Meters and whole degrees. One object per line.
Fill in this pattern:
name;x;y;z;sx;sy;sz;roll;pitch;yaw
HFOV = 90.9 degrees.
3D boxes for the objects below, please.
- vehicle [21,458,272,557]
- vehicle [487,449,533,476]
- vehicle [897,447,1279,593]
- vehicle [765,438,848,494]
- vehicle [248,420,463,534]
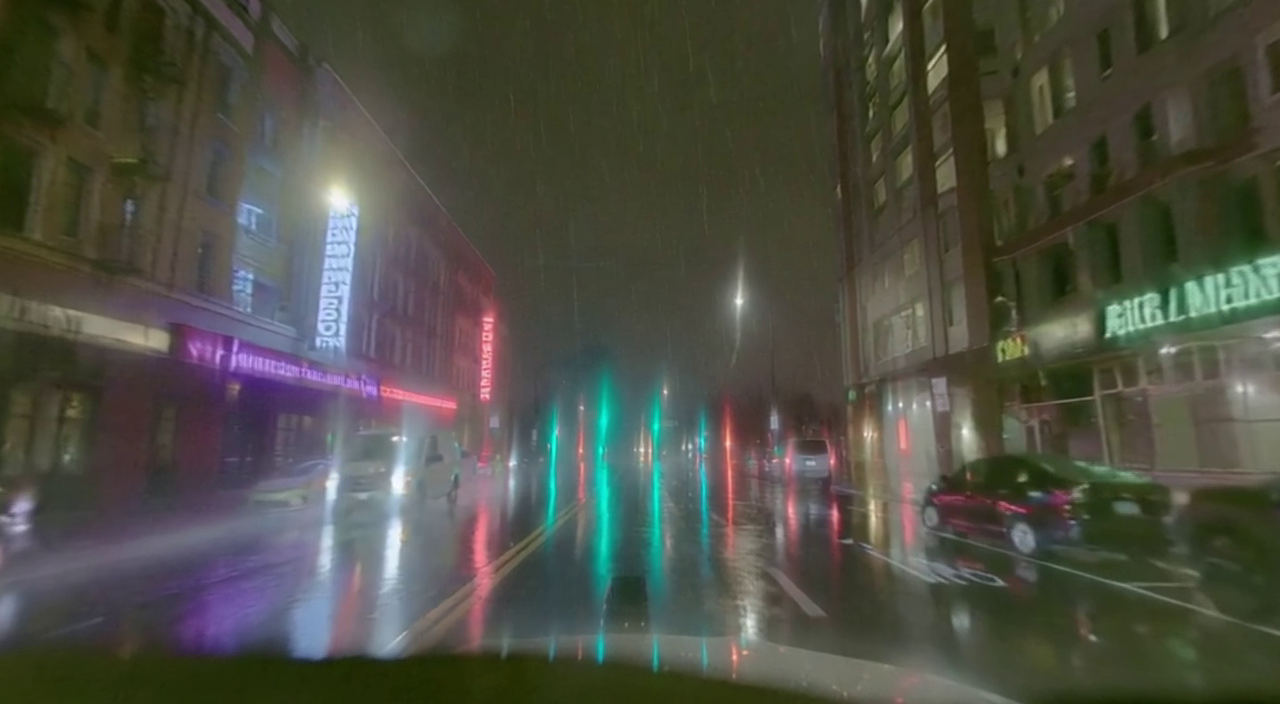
vehicle;-9.032;2.858;12.020;1.783;1.512;3.678;-1;-11;-1
vehicle;-8.550;7.312;41.873;1.961;1.627;4.634;0;-8;2
vehicle;5.683;2.079;8.868;2.032;1.466;4.660;0;-9;-2
vehicle;6.081;4.190;23.605;1.922;1.871;4.477;0;-8;1
vehicle;-5.672;2.556;13.572;2.203;1.937;5.133;0;-9;0
